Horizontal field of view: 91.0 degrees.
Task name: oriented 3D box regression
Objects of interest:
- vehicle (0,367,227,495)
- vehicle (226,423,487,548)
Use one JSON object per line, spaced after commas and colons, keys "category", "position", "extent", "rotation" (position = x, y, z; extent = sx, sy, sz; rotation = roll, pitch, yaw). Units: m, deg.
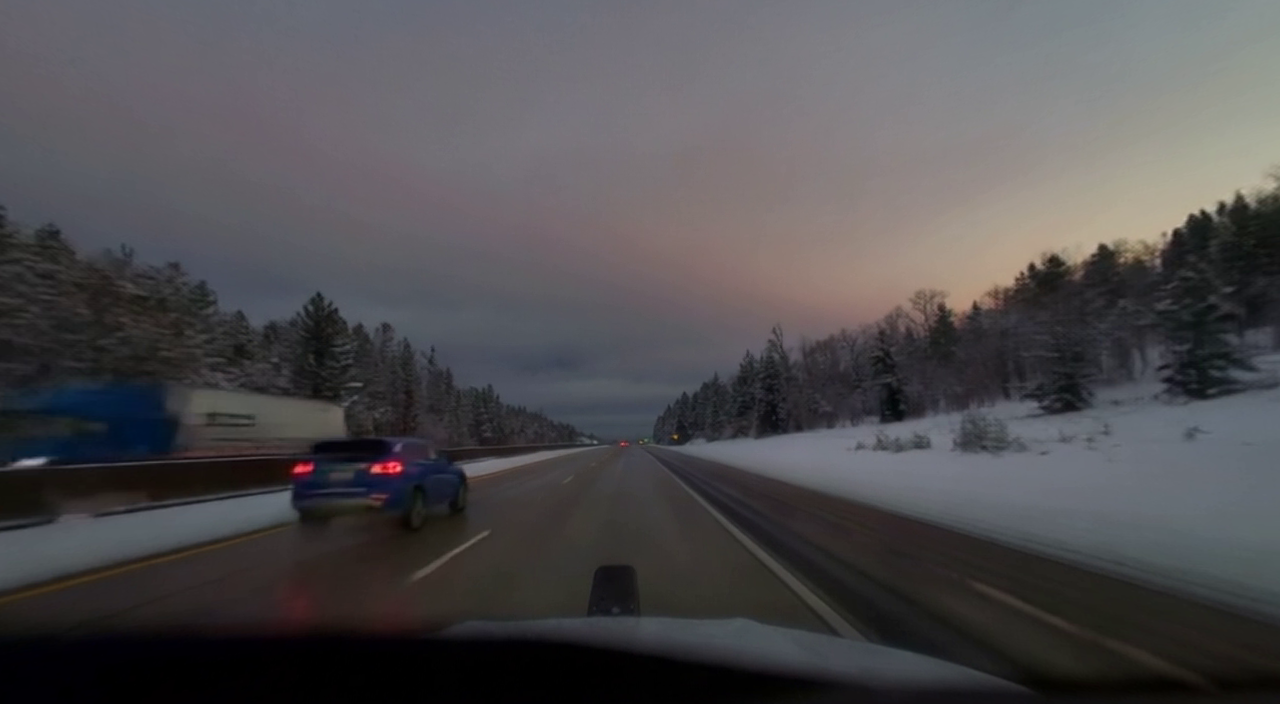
{"category": "vehicle", "position": [-17.772, 2.749, 21.714], "extent": [2.950, 3.801, 5.860], "rotation": [0, -8, -1]}
{"category": "vehicle", "position": [-4.265, 2.077, 10.607], "extent": [2.202, 1.587, 4.754], "rotation": [0, -8, 0]}
